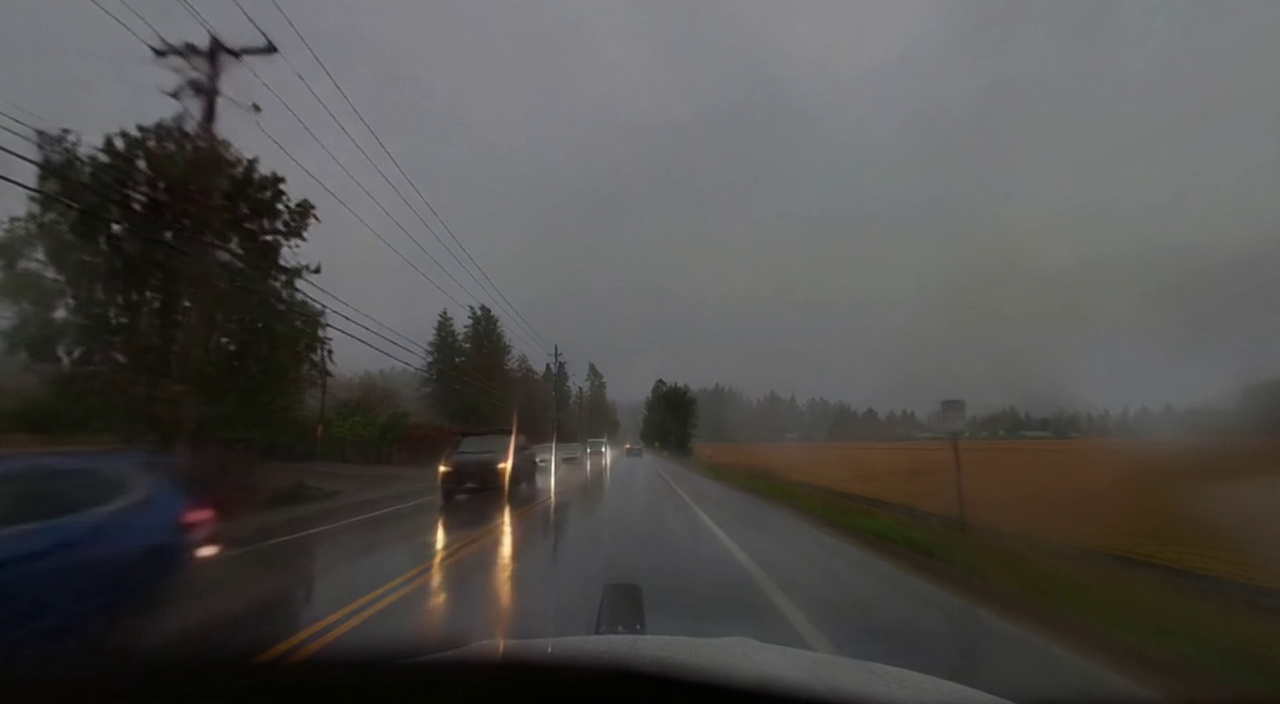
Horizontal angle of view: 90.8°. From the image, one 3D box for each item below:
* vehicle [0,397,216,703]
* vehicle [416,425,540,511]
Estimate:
[{"bbox_3d":[-4.254,1.048,2.589,2.070,1.665,4.554,-3,-8,-3],"label":"vehicle"},{"bbox_3d":[-4.219,3.066,17.278,2.261,1.901,4.549,-3,-8,-1],"label":"vehicle"}]
